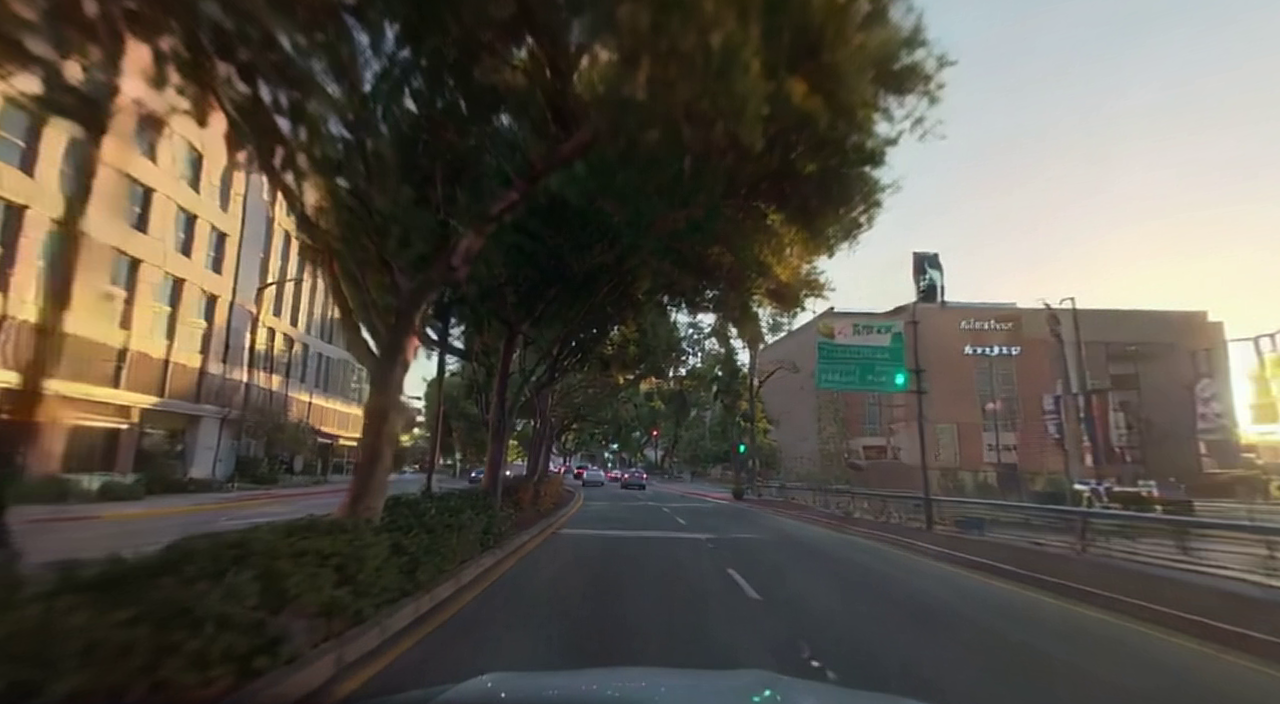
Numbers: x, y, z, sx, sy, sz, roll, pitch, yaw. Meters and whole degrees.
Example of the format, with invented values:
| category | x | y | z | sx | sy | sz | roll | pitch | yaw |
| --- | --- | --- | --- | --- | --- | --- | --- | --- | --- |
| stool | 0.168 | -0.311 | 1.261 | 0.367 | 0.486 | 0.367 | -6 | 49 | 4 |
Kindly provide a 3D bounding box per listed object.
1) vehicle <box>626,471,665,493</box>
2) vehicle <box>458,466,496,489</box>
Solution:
| category | x | y | z | sx | sy | sz | roll | pitch | yaw |
| --- | --- | --- | --- | --- | --- | --- | --- | --- | --- |
| vehicle | 0.303 | 7.742 | 37.401 | 1.775 | 1.186 | 2.933 | 3 | -11 | -11 |
| vehicle | -11.421 | 8.818 | 44.300 | 1.916 | 1.516 | 3.970 | 1 | -10 | -5 |
